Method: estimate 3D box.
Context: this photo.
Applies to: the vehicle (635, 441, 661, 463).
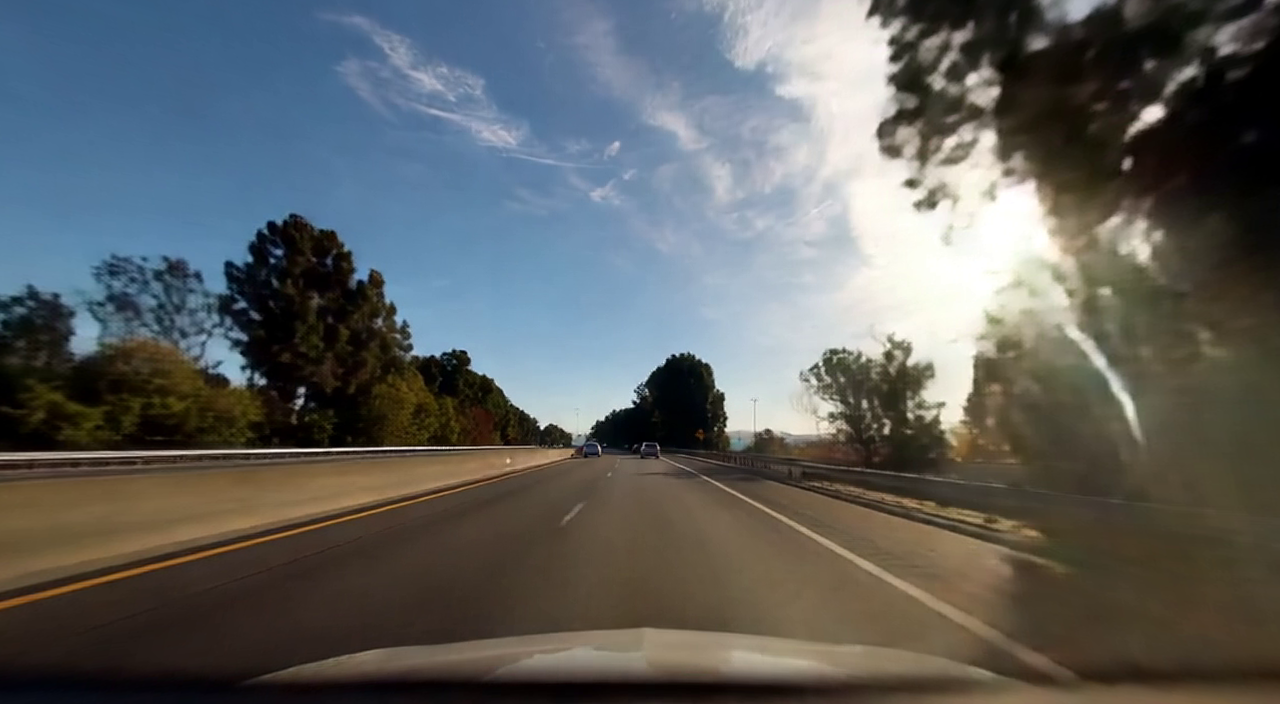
[{"bbox_3d":[0.584,7.650,48.287,1.966,1.542,3.979,0,-8,0],"label":"vehicle"}]
